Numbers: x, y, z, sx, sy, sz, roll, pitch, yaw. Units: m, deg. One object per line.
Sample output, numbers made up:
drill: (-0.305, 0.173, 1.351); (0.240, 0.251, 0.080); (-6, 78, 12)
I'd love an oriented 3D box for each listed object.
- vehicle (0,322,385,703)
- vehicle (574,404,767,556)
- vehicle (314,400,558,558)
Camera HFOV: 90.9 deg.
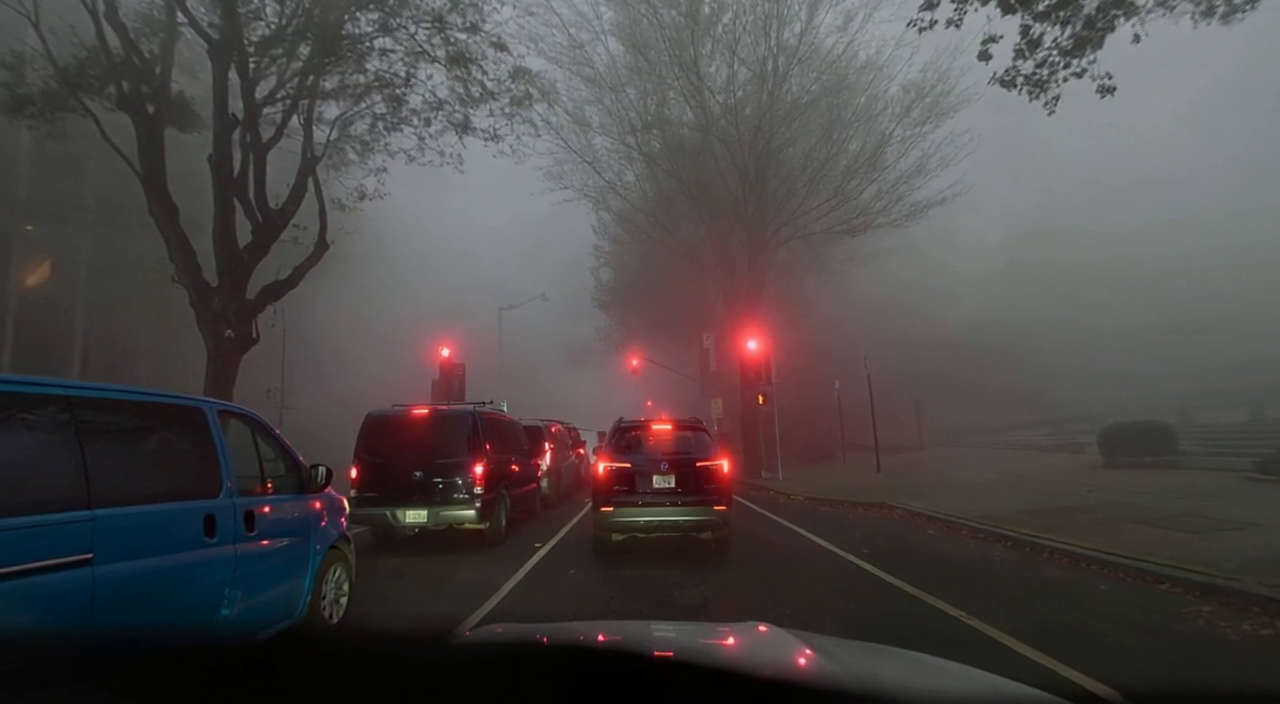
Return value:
vehicle: (-3.178, 0.955, 3.446); (1.940, 1.722, 3.823); (0, -8, 0)
vehicle: (0.360, 1.752, 9.249); (2.205, 1.727, 3.917); (0, -8, 0)
vehicle: (-2.649, 1.792, 9.606); (2.124, 1.799, 4.587); (0, -8, 1)
